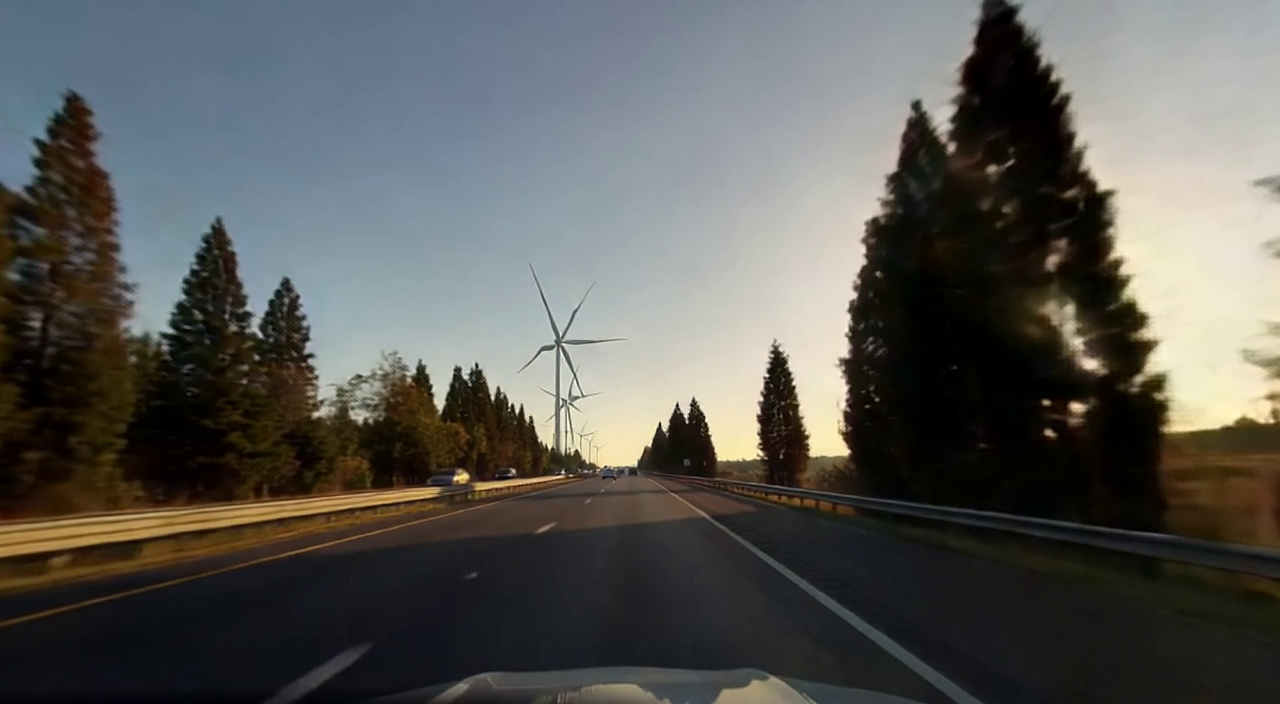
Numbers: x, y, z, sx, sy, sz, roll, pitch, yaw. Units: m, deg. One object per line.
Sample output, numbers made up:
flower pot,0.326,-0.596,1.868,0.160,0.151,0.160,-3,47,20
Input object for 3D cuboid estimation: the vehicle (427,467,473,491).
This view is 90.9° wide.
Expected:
vehicle,-13.264,8.896,44.170,1.868,1.526,4.154,1,-11,1
